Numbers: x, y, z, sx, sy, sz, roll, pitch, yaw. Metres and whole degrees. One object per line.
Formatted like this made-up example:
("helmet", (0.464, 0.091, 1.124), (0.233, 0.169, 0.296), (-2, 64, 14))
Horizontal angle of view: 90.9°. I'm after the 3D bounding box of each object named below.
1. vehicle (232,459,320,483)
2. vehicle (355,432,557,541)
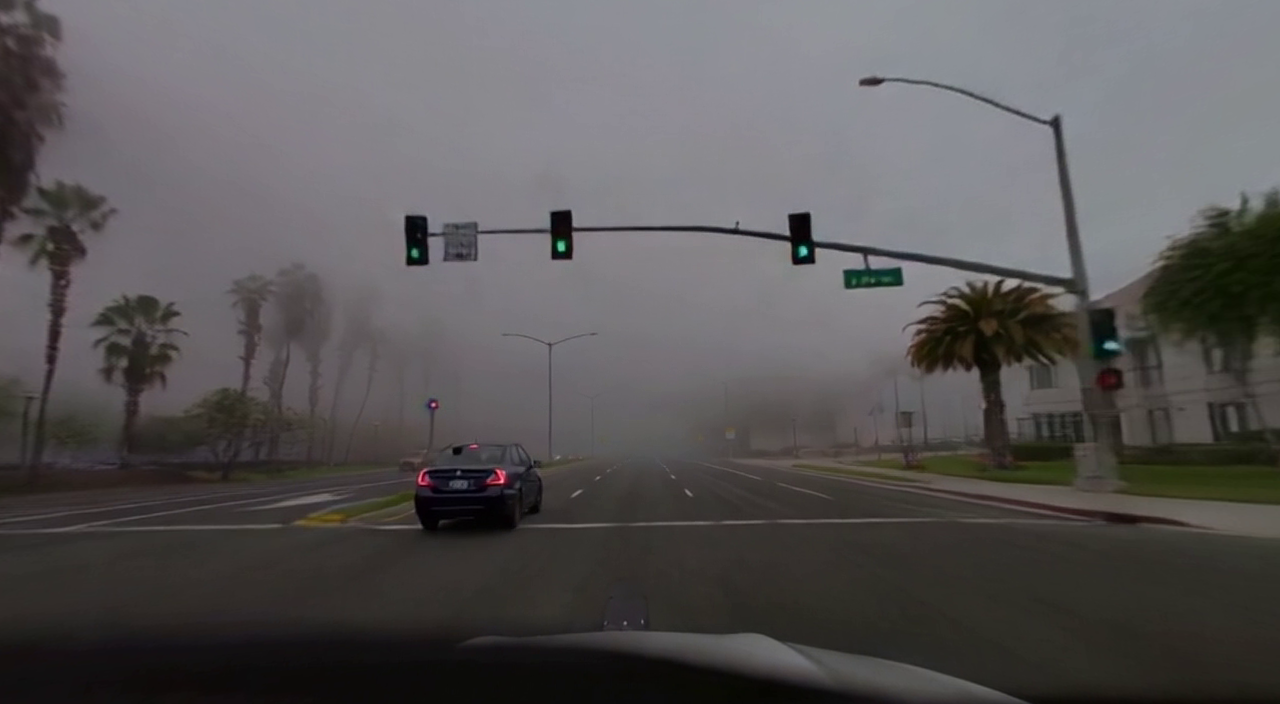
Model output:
("vehicle", (-24.674, 8.095, 42.850), (4.603, 1.480, 2.167), (0, -8, 1))
("vehicle", (-2.958, 2.279, 11.472), (2.162, 1.549, 4.795), (0, -8, 1))
